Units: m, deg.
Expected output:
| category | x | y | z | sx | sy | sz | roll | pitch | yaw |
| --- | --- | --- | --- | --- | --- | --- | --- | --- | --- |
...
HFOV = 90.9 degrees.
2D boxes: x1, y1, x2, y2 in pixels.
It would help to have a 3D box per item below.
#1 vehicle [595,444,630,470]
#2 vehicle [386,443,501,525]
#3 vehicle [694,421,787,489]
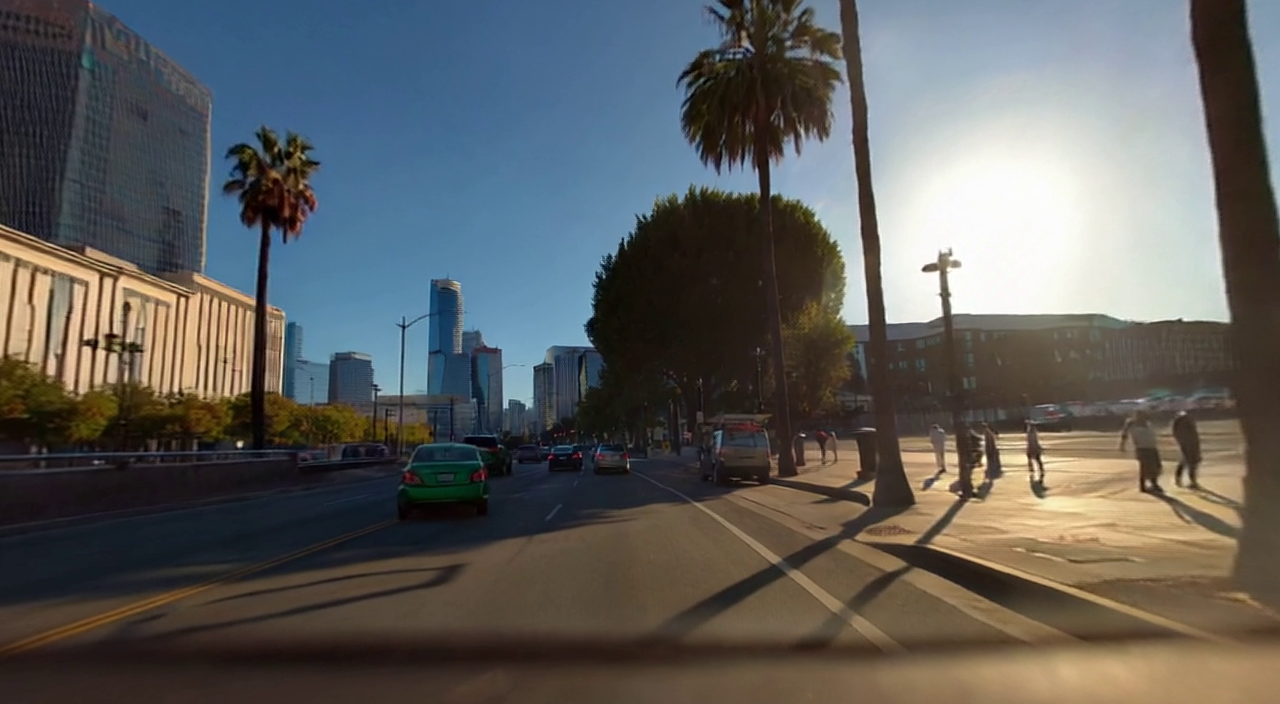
| category | x | y | z | sx | sy | sz | roll | pitch | yaw |
| --- | --- | --- | --- | --- | --- | --- | --- | --- | --- |
| vehicle | -1.718 | 6.425 | 38.649 | 1.972 | 1.473 | 4.000 | 0 | -9 | -5 |
| vehicle | -4.552 | 2.816 | 14.139 | 1.930 | 1.477 | 4.657 | 3 | -9 | -23 |
| vehicle | 3.468 | 3.706 | 22.883 | 2.126 | 2.167 | 5.098 | 0 | -9 | -5 |
